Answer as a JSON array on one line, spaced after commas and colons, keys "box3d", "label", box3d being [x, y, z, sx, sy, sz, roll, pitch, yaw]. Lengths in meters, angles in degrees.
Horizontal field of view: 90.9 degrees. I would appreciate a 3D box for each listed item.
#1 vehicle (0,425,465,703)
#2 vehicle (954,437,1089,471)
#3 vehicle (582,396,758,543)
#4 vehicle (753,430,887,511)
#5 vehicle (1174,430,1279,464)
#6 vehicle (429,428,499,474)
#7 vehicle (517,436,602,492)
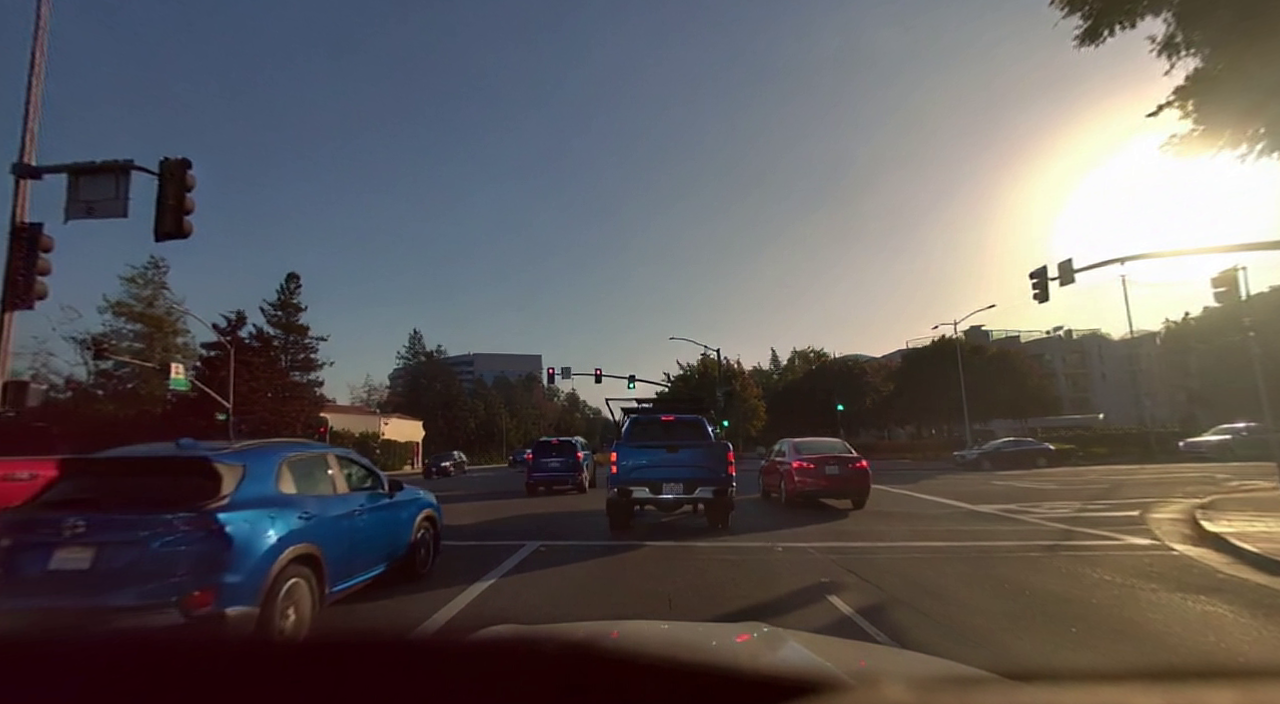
[{"box3d": [-3.318, 1.487, 5.765, 1.998, 1.481, 4.656, 0, -8, 1], "label": "vehicle"}, {"box3d": [16.735, 4.491, 27.794, 4.809, 1.458, 1.842, 1, -8, -3], "label": "vehicle"}, {"box3d": [0.511, 2.019, 11.461, 2.505, 2.084, 4.768, 0, -8, 2], "label": "vehicle"}, {"box3d": [4.129, 2.787, 15.287, 1.984, 1.659, 4.226, 0, -8, 0], "label": "vehicle"}, {"box3d": [27.610, 4.327, 28.782, 4.681, 1.458, 1.908, 0, -8, -1], "label": "vehicle"}, {"box3d": [-13.061, 7.416, 47.539, 2.856, 3.139, 8.117, 0, -8, 0], "label": "vehicle"}, {"box3d": [-2.645, 3.837, 22.043, 2.125, 1.739, 4.707, 0, -8, 3], "label": "vehicle"}]
